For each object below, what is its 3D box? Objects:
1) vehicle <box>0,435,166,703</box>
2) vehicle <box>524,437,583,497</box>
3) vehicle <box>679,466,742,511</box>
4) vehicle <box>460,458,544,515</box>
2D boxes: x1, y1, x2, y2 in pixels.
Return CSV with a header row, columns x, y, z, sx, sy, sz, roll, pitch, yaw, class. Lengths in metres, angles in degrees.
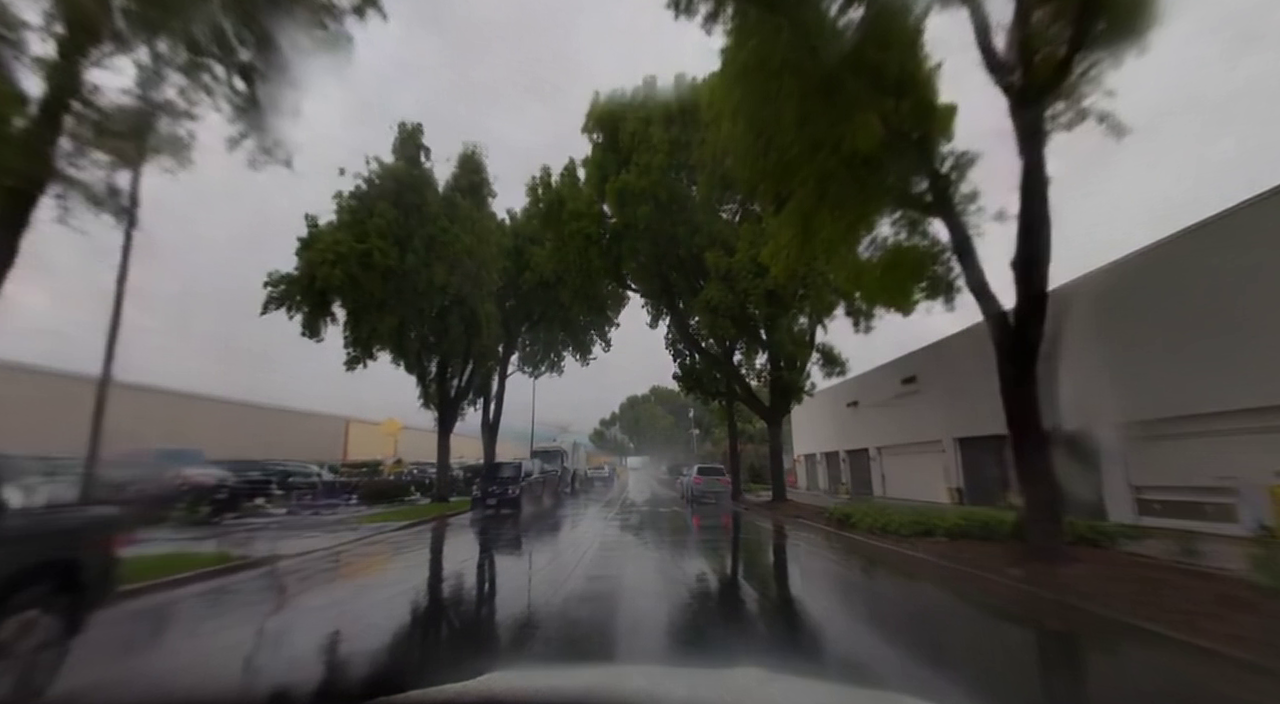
x,y,z,sx,sy,sz,roll,pitch,yaw,class
-4.426,1.077,2.227,1.927,1.580,4.556,-1,-9,0,vehicle
-4.259,5.886,32.102,2.242,2.726,5.581,1,-11,-1,vehicle
2.477,4.954,23.148,1.819,1.446,3.909,1,-11,-1,vehicle
-4.318,4.293,20.302,1.835,1.625,3.674,1,-11,1,vehicle
